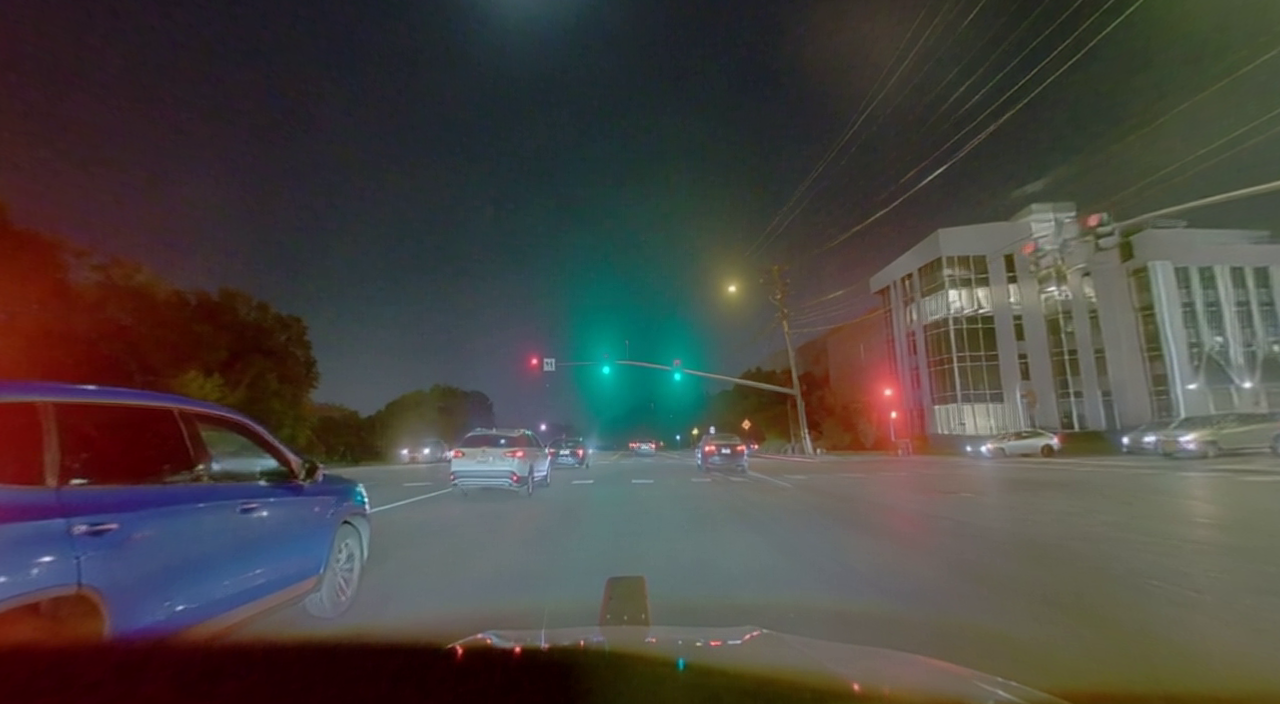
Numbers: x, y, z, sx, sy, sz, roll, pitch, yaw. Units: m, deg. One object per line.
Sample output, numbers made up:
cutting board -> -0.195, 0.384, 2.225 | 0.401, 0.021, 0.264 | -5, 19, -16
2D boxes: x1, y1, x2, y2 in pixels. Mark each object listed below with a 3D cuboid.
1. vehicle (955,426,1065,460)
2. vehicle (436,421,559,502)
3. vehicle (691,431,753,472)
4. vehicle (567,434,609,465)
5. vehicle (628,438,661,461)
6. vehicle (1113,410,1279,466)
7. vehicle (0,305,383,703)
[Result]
vehicle -> 18.245, 4.516, 31.230 | 4.119, 1.574, 2.028 | -1, -8, 3
vehicle -> -3.352, 2.685, 15.827 | 1.958, 1.744, 4.315 | 0, -8, 2
vehicle -> 3.672, 4.586, 29.163 | 2.201, 1.734, 4.564 | 0, -8, -1
vehicle -> -2.934, 5.600, 36.264 | 1.900, 1.677, 4.128 | 0, -8, 2
vehicle -> 0.314, 6.780, 43.889 | 2.185, 1.515, 4.215 | 0, -8, 1
vehicle -> 19.583, 2.963, 21.753 | 5.033, 1.802, 1.928 | 1, -9, -5
vehicle -> -3.267, 0.863, 3.108 | 2.127, 1.754, 4.287 | 0, -8, 1
